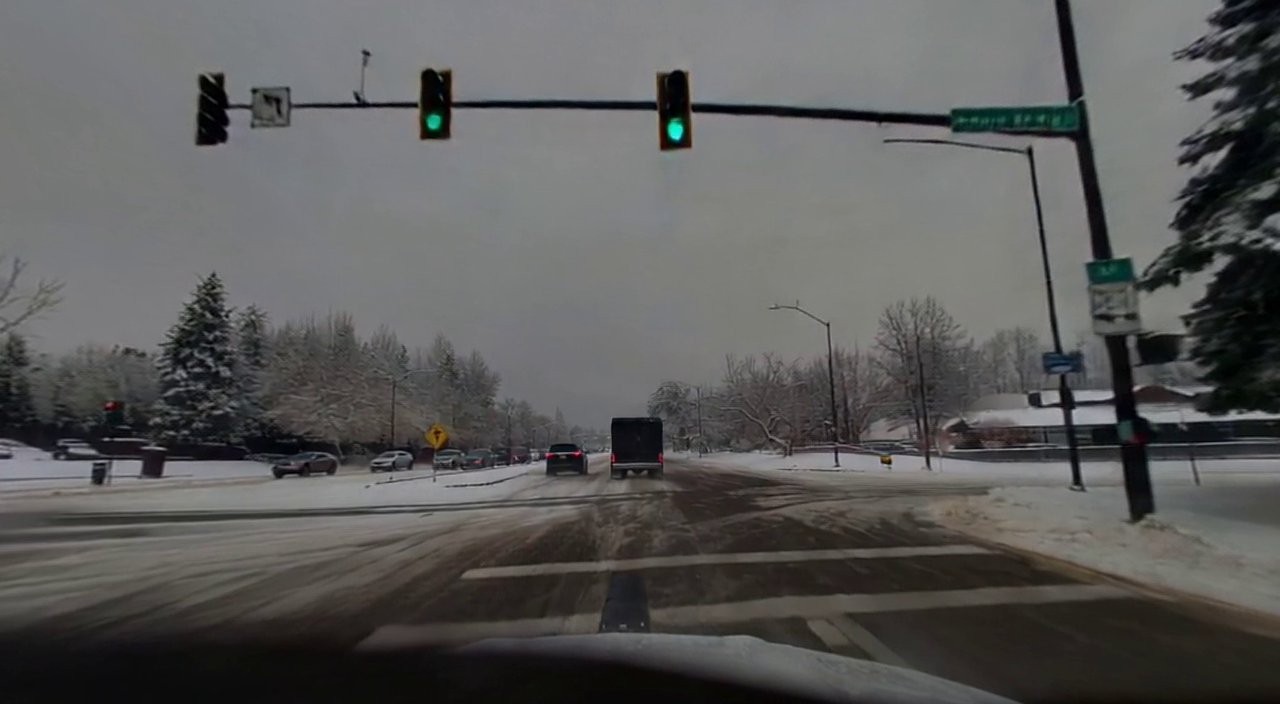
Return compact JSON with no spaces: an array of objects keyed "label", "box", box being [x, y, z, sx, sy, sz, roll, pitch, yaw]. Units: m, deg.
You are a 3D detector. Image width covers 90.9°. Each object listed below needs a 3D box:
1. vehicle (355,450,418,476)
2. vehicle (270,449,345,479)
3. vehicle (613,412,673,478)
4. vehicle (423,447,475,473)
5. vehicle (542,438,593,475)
[{"label":"vehicle","box":[-16.243,7.097,40.602,2.022,1.442,4.853,-4,-9,1]},{"label":"vehicle","box":[-22.157,7.442,42.219,2.017,1.785,5.092,-1,-8,3]},{"label":"vehicle","box":[-0.018,5.196,35.404,2.843,3.120,10.422,0,-8,-2]},{"label":"vehicle","box":[-12.896,7.285,42.854,1.960,1.627,4.784,0,-8,1]},{"label":"vehicle","box":[-3.844,5.658,34.384,2.184,1.830,4.890,0,-8,0]}]
